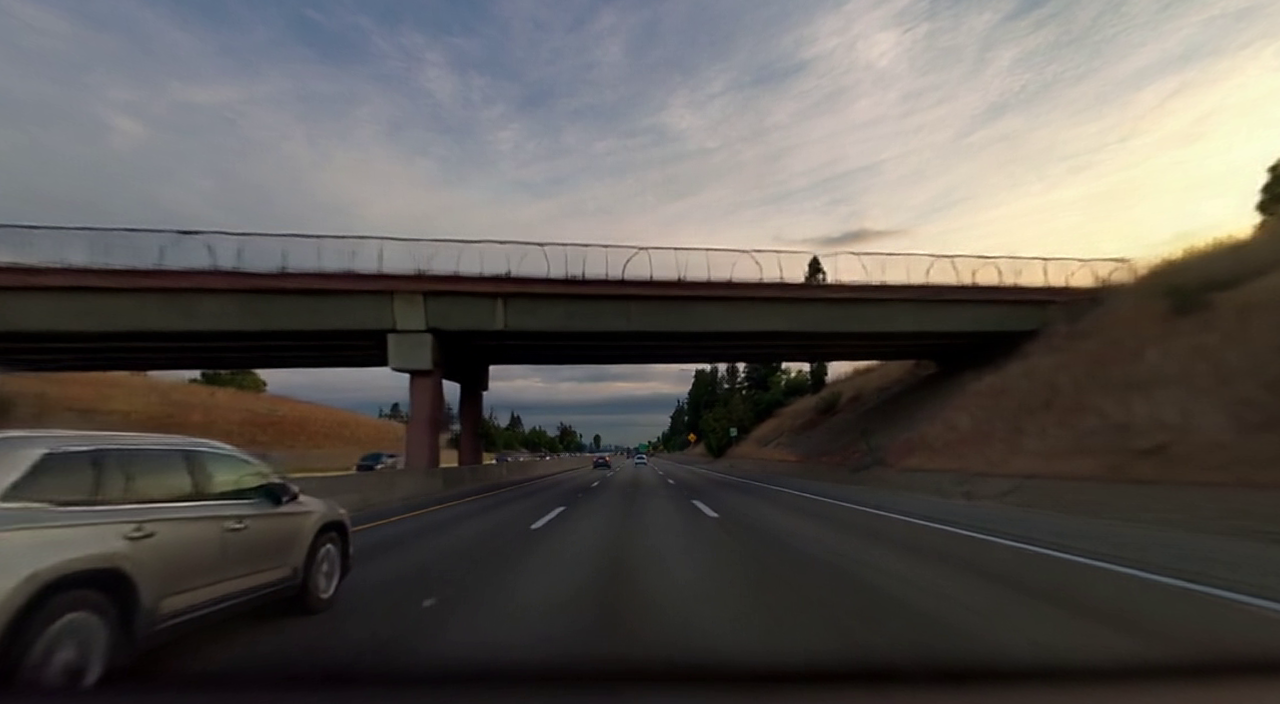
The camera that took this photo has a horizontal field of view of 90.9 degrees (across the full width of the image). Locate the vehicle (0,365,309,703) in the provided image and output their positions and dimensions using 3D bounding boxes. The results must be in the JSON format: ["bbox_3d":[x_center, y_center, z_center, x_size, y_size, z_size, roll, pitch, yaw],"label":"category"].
[{"bbox_3d":[-3.500,0.814,1.975,2.274,1.628,4.807,0,-9,0],"label":"vehicle"}]

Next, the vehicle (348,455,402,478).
[{"bbox_3d":[-18.125,7.813,43.362,1.785,1.459,4.516,0,-9,-1],"label":"vehicle"}]
